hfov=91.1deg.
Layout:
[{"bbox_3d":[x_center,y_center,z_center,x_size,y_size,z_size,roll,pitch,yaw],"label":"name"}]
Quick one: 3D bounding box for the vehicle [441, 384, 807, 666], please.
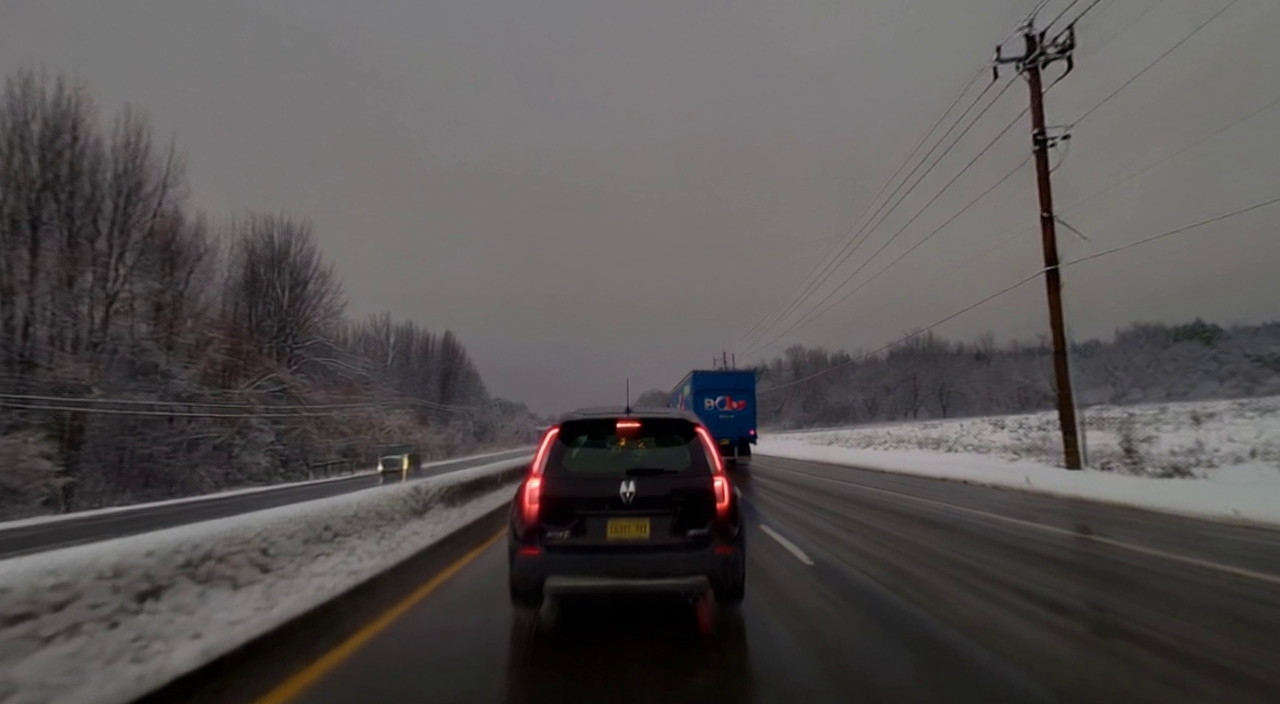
[{"bbox_3d":[-0.133,1.235,5.582,2.062,1.581,3.914,0,-8,-1],"label":"vehicle"}]
